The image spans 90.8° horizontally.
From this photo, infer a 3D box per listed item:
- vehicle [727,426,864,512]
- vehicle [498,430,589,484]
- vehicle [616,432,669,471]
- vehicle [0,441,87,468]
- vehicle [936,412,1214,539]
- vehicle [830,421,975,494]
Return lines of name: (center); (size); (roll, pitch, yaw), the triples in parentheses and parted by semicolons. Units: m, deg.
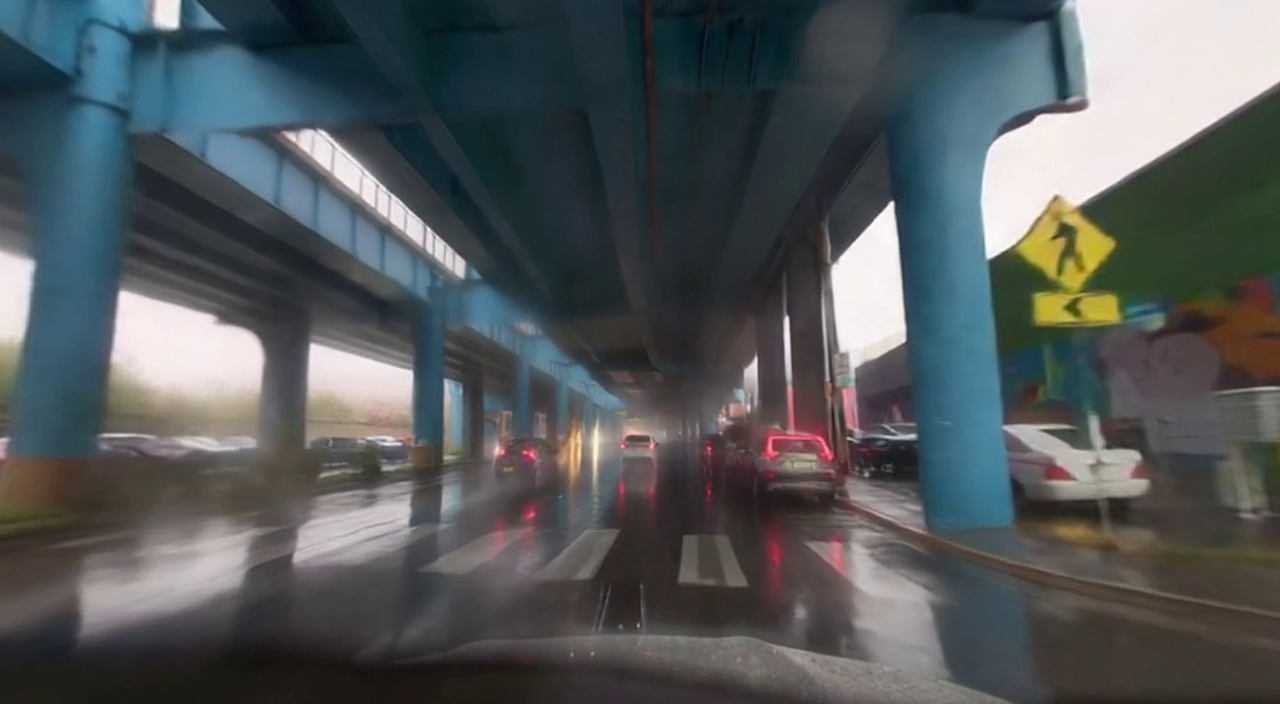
vehicle: (3.204, 2.453, 13.916); (1.983, 1.589, 4.010); (0, -7, 0)
vehicle: (-2.925, 3.298, 20.230); (2.024, 1.533, 4.549); (0, -8, 2)
vehicle: (0.141, 4.273, 27.368); (2.155, 1.571, 3.734); (0, -8, 1)
vehicle: (-32.812, 5.580, 34.545); (3.461, 1.385, 1.552); (4, -9, -24)
vehicle: (7.583, 2.121, 11.742); (2.275, 1.834, 4.294); (1, -7, 3)
vehicle: (7.657, 3.118, 19.111); (2.175, 1.909, 4.953); (0, -8, -1)
